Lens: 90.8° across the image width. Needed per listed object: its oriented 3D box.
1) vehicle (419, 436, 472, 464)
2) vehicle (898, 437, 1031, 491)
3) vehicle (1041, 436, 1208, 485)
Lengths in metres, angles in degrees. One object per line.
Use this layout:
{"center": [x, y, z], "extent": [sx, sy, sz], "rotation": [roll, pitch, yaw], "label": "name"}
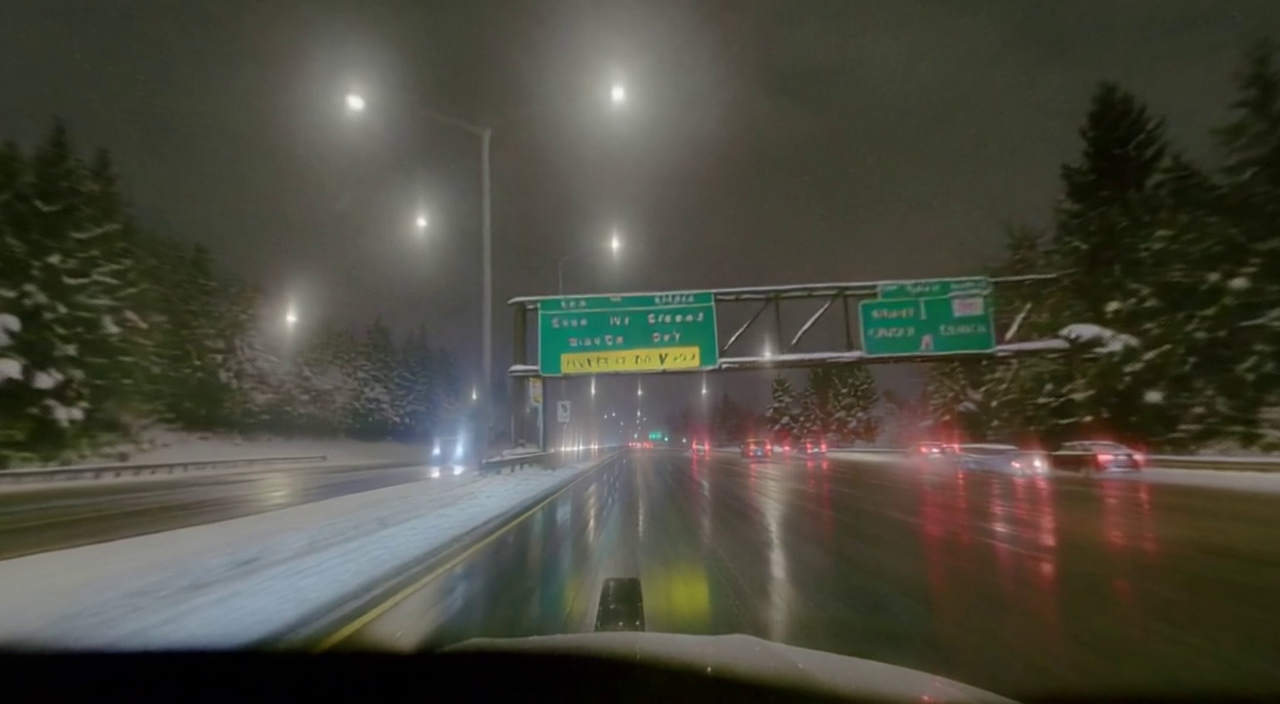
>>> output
{"center": [-12.574, 6.339, 41.102], "extent": [1.989, 1.694, 4.081], "rotation": [2, -8, 1], "label": "vehicle"}
{"center": [9.644, 3.344, 19.200], "extent": [1.836, 1.418, 4.132], "rotation": [0, -8, 0], "label": "vehicle"}
{"center": [16.568, 3.718, 22.013], "extent": [1.936, 1.498, 4.883], "rotation": [0, -8, 0], "label": "vehicle"}
